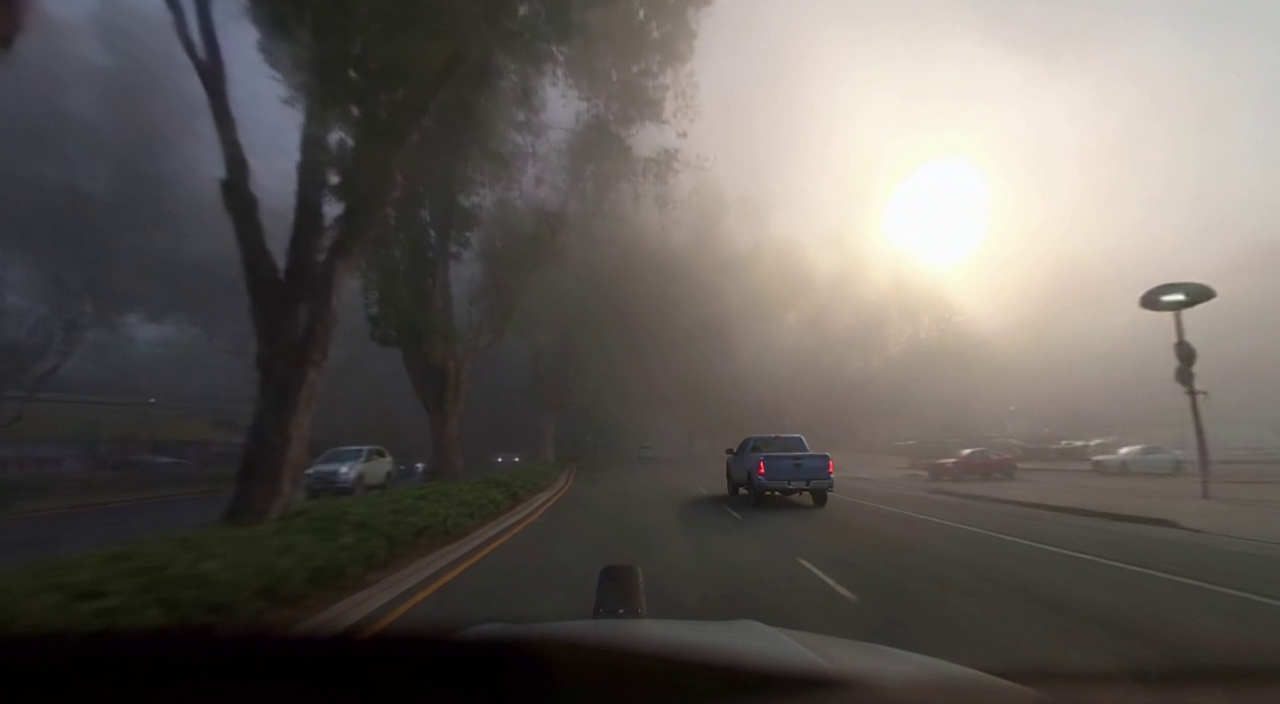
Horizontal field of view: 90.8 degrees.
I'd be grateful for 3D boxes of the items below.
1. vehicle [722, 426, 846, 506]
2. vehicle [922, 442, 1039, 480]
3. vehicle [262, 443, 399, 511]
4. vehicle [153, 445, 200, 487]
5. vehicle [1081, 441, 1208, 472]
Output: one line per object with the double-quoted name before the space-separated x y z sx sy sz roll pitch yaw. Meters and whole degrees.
"vehicle" 3.708 3.035 17.378 2.138 1.836 5.245 0 -8 0
"vehicle" 16.604 5.320 30.956 4.554 1.566 1.925 -3 -8 -1
"vehicle" -8.671 3.476 18.163 1.834 1.695 4.129 0 -8 -1
"vehicle" -30.113 7.383 41.088 1.541 2.550 1.957 -3 -8 0
"vehicle" 24.845 5.157 31.228 4.648 1.444 1.912 0 -8 -1
